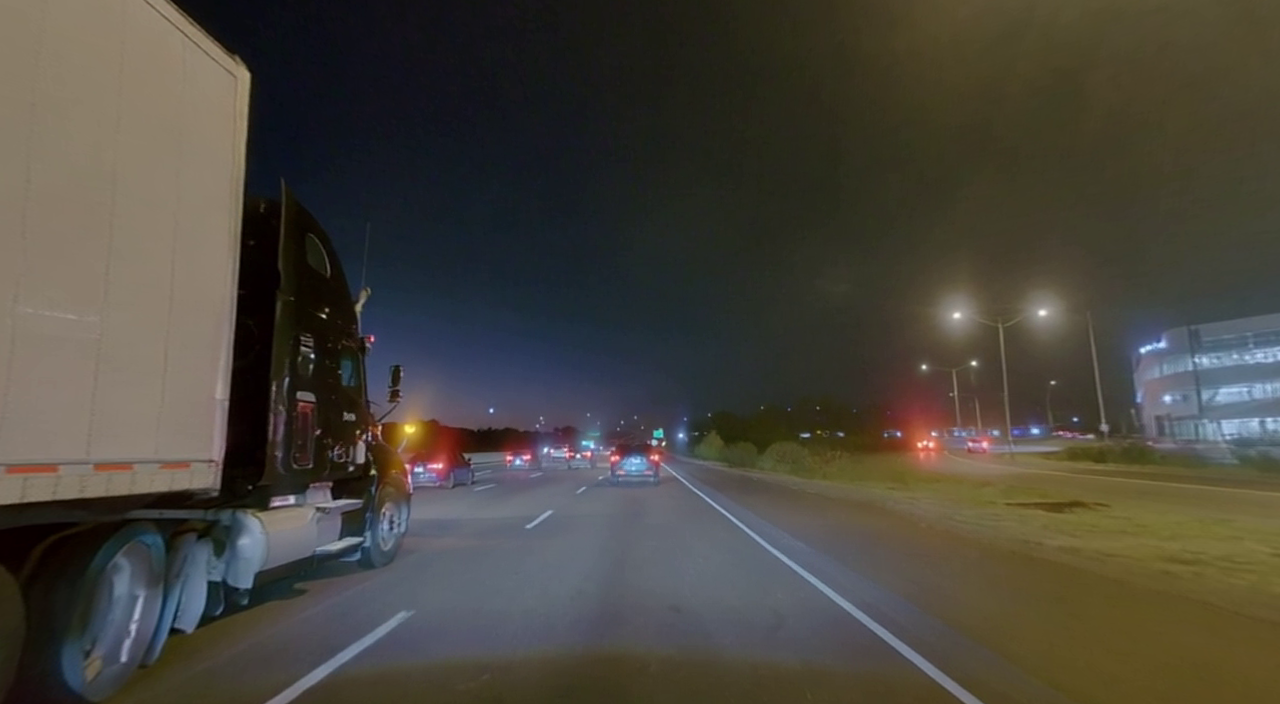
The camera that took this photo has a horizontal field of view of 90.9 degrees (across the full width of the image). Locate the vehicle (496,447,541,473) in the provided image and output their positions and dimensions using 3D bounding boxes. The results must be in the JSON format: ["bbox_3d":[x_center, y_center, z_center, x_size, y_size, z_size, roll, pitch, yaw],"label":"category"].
[{"bbox_3d":[-7.296,6.517,38.254,1.869,1.466,4.217,0,-9,1],"label":"vehicle"}]

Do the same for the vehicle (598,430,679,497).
[{"bbox_3d":[-0.002,3.284,18.845,2.152,1.779,3.924,0,-9,1],"label":"vehicle"}]

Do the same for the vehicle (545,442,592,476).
[{"bbox_3d":[-3.685,5.594,33.175,1.952,1.649,4.131,0,-9,0],"label":"vehicle"}]

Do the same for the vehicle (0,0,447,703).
[{"bbox_3d":[-3.790,-0.287,2.832,2.990,3.885,8.540,0,-9,1],"label":"vehicle"}]
